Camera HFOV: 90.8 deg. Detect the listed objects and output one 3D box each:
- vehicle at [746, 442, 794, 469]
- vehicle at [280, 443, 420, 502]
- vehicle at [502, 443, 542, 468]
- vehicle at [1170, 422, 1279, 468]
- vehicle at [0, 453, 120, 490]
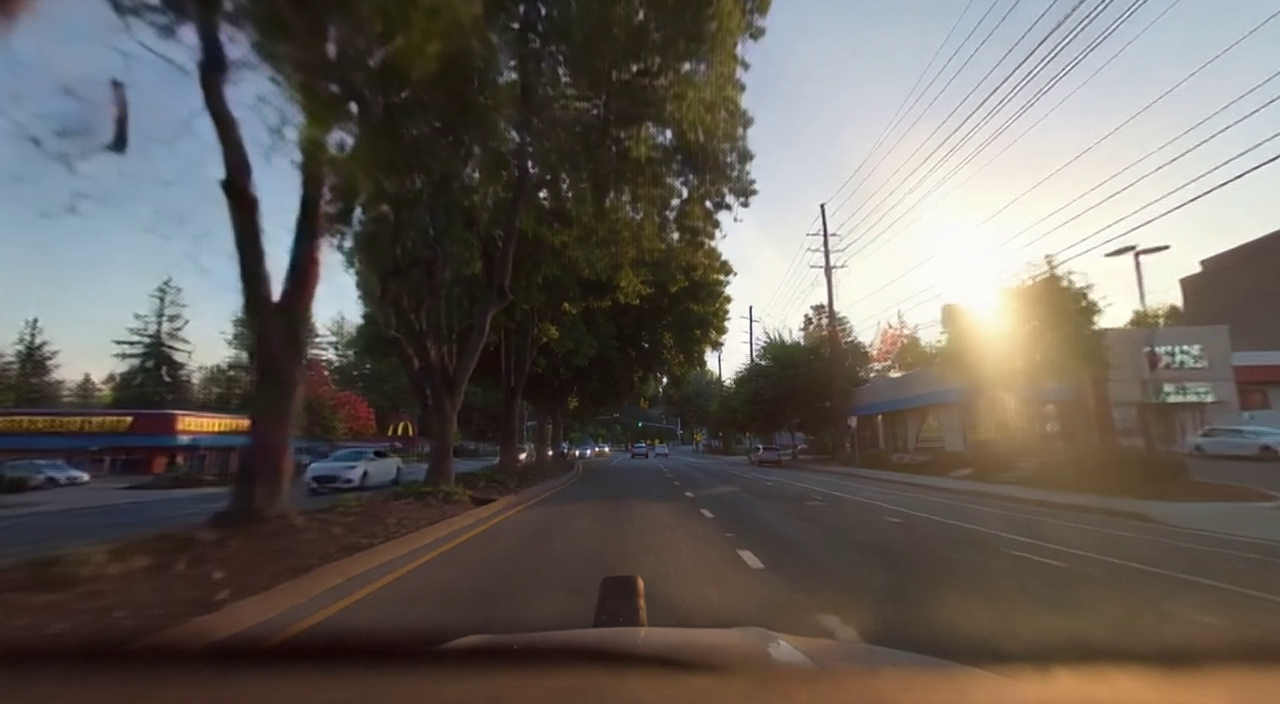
[{"bbox_3d":[9.400,7.493,46.171,2.358,1.785,5.404,0,-8,0],"label":"vehicle"},{"bbox_3d":[-8.660,3.604,19.444,2.043,1.536,4.682,0,-8,1],"label":"vehicle"},{"bbox_3d":[-8.543,7.529,46.148,2.113,1.703,4.459,0,-8,-1],"label":"vehicle"},{"bbox_3d":[23.199,3.516,24.041,2.113,1.582,4.559,0,-8,0],"label":"vehicle"},{"bbox_3d":[-28.499,5.778,30.744,4.410,1.609,2.113,0,-8,-1],"label":"vehicle"}]
